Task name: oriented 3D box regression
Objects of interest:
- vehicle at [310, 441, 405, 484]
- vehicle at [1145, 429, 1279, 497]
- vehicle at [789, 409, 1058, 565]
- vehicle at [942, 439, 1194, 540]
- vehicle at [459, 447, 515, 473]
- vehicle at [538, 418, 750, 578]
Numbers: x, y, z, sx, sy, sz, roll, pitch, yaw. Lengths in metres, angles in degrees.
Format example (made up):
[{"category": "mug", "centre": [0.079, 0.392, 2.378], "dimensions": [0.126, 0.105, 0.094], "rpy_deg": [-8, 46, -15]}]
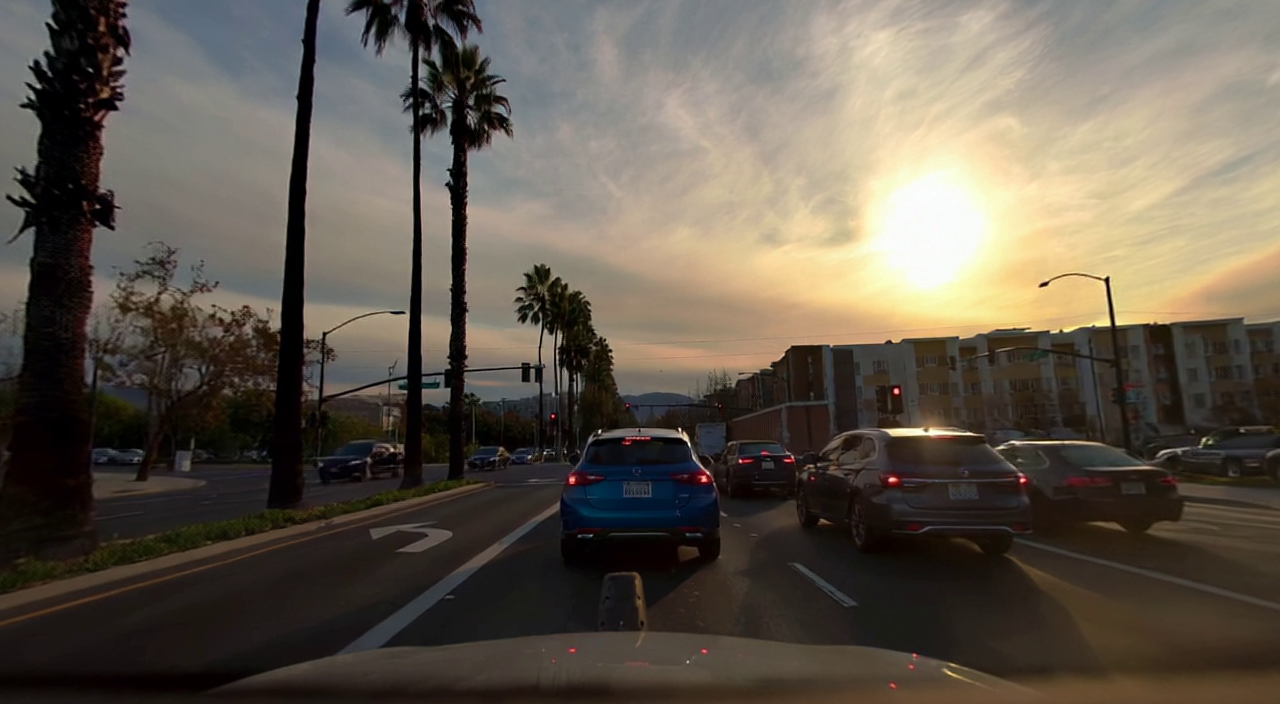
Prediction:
[{"category": "vehicle", "centre": [-12.562, 4.930, 28.480], "dimensions": [2.180, 1.776, 4.521], "rpy_deg": [0, -9, 0]}, {"category": "vehicle", "centre": [18.059, 3.217, 18.435], "dimensions": [4.786, 1.848, 2.107], "rpy_deg": [0, -9, -1]}, {"category": "vehicle", "centre": [3.661, 1.827, 9.195], "dimensions": [1.947, 1.725, 4.159], "rpy_deg": [0, -9, 0]}, {"category": "vehicle", "centre": [7.381, 2.368, 11.509], "dimensions": [1.832, 1.477, 3.981], "rpy_deg": [0, -9, 1]}, {"category": "vehicle", "centre": [-9.185, 6.483, 38.295], "dimensions": [2.168, 1.462, 4.505], "rpy_deg": [0, -9, 1]}, {"category": "vehicle", "centre": [0.032, 1.751, 8.323], "dimensions": [2.083, 1.572, 4.021], "rpy_deg": [0, -9, 0]}]
